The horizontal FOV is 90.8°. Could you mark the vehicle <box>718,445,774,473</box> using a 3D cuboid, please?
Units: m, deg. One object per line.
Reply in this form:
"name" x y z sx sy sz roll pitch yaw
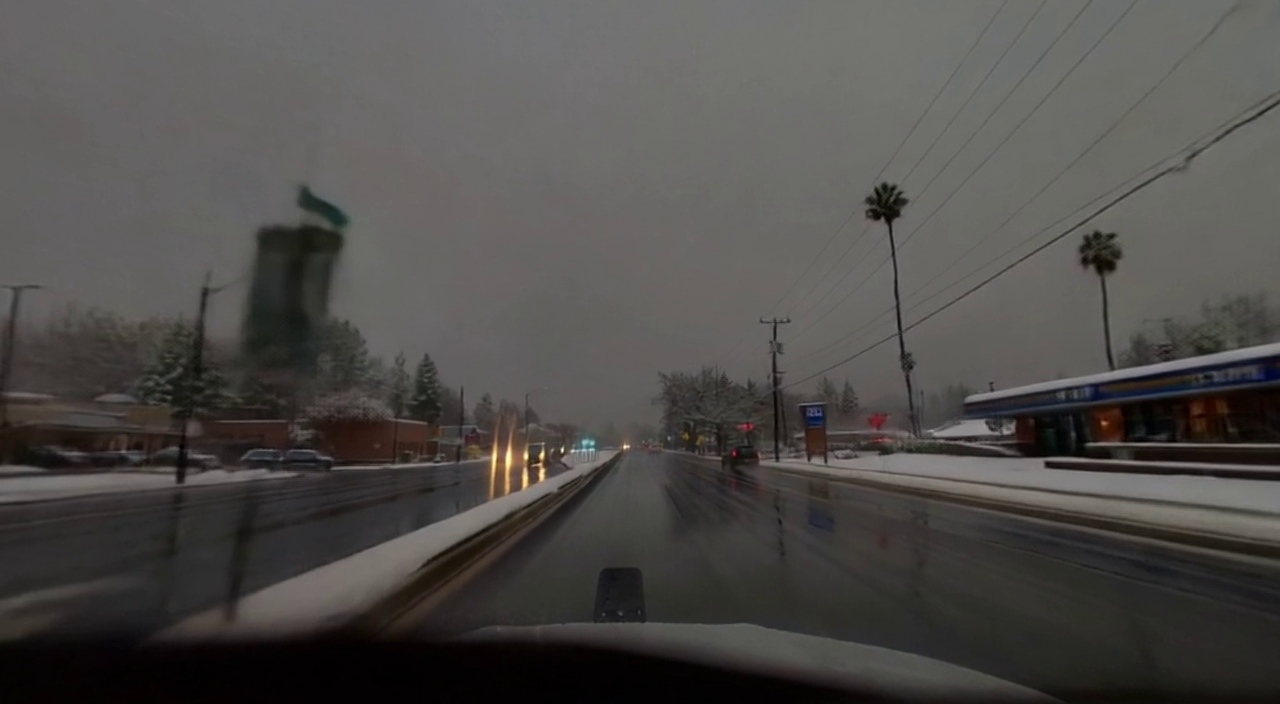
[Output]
"vehicle" 5.892 6.004 35.654 2.261 1.479 4.403 0 -8 -2
